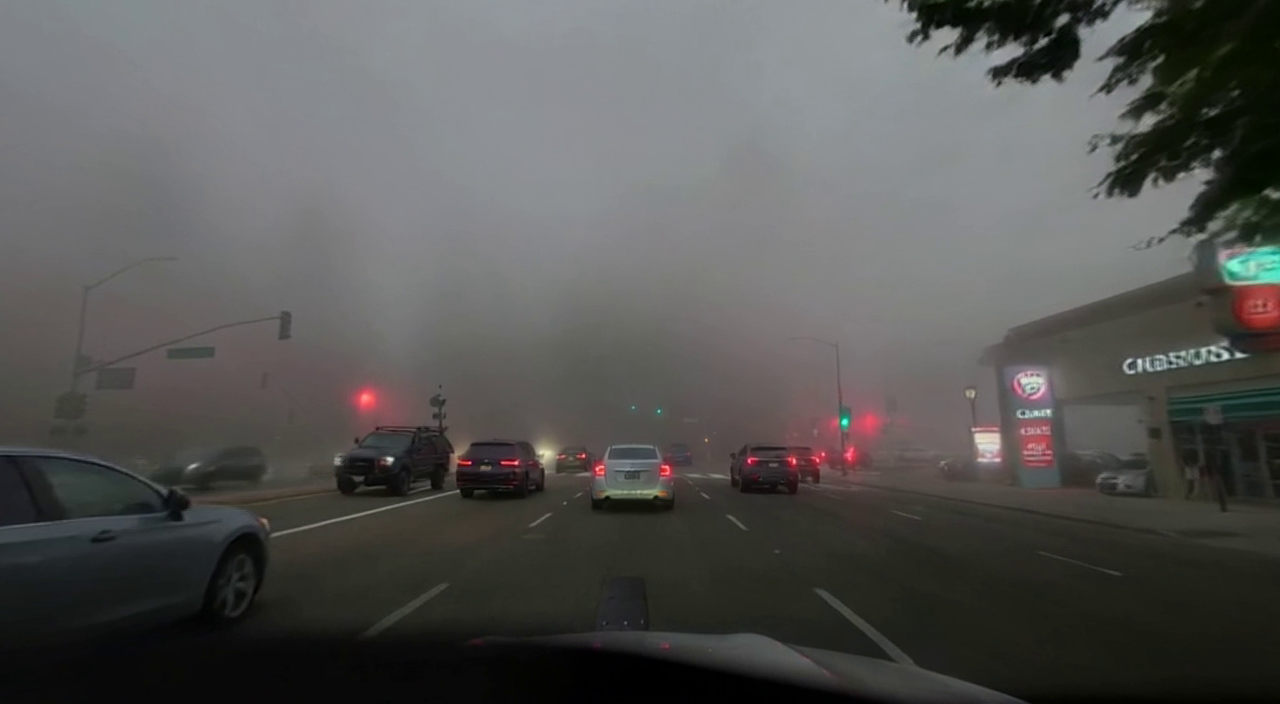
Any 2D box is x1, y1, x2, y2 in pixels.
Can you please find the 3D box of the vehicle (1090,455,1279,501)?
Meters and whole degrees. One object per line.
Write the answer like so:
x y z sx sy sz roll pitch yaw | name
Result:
18.845 4.340 21.900 4.795 1.457 1.986 -1 -9 4 | vehicle

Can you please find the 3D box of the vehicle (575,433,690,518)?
-0.126 2.602 13.740 2.121 1.563 4.031 0 -9 0 | vehicle

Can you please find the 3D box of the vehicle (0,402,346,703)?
-3.697 1.066 3.318 1.992 1.493 4.688 0 -9 1 | vehicle

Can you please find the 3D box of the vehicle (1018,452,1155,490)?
19.403 5.180 27.576 4.379 1.558 2.033 0 -9 1 | vehicle

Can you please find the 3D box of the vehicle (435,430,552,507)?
-3.560 2.918 16.160 1.983 1.685 3.997 0 -9 1 | vehicle

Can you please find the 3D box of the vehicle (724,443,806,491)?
4.268 3.985 22.217 1.979 1.485 4.207 0 -9 -1 | vehicle

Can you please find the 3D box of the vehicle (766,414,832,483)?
8.025 4.922 32.179 2.613 3.281 2.673 1 -8 -1 | vehicle

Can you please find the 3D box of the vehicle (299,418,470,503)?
-6.882 3.029 17.942 2.321 2.013 5.640 0 -9 2 | vehicle
